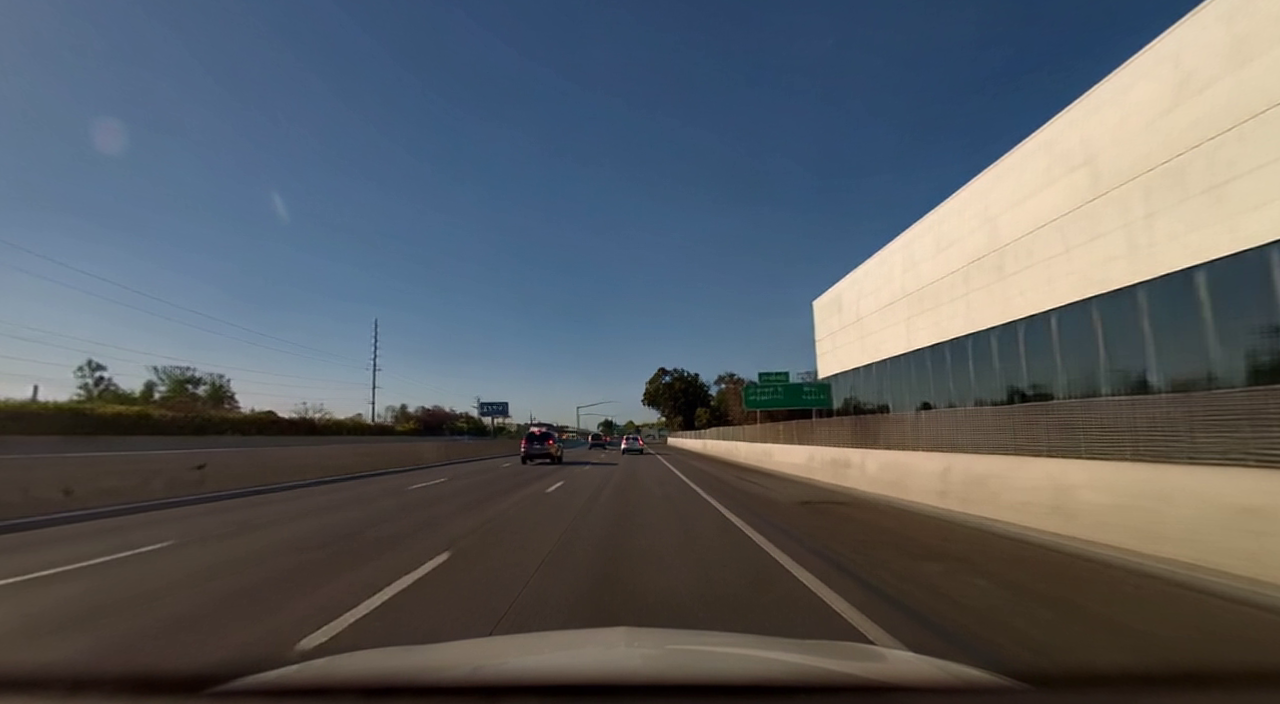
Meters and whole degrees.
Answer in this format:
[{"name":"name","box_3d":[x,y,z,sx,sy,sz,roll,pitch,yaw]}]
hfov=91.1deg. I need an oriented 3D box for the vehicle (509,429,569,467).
[{"name":"vehicle","box_3d":[-4.572,4.415,29.111,2.036,1.612,4.510,0,-8,0]}]
